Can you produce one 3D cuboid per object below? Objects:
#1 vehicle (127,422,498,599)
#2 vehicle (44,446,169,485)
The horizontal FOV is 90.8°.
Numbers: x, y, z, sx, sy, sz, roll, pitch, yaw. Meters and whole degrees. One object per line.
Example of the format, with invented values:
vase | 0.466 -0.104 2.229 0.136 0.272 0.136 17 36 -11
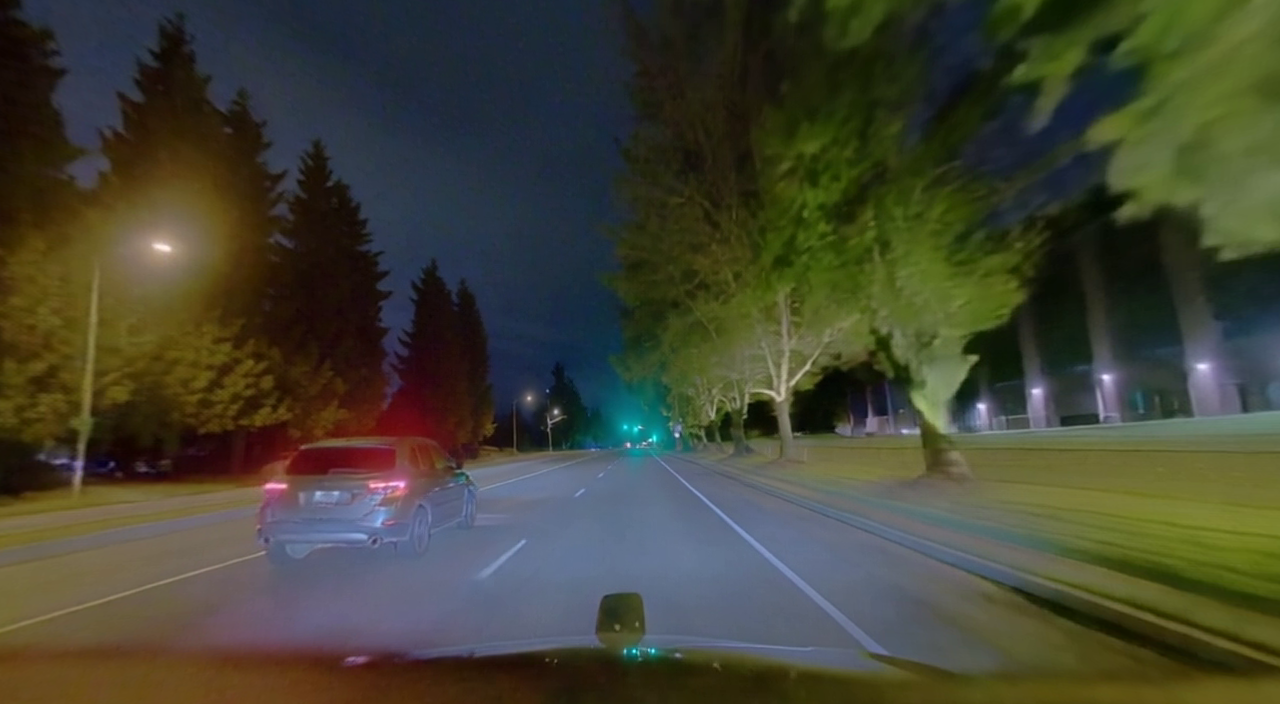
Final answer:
vehicle | -3.338 1.711 7.875 2.020 1.478 4.890 0 -8 0
vehicle | -24.590 5.222 29.204 4.338 1.716 1.869 -2 -9 9
